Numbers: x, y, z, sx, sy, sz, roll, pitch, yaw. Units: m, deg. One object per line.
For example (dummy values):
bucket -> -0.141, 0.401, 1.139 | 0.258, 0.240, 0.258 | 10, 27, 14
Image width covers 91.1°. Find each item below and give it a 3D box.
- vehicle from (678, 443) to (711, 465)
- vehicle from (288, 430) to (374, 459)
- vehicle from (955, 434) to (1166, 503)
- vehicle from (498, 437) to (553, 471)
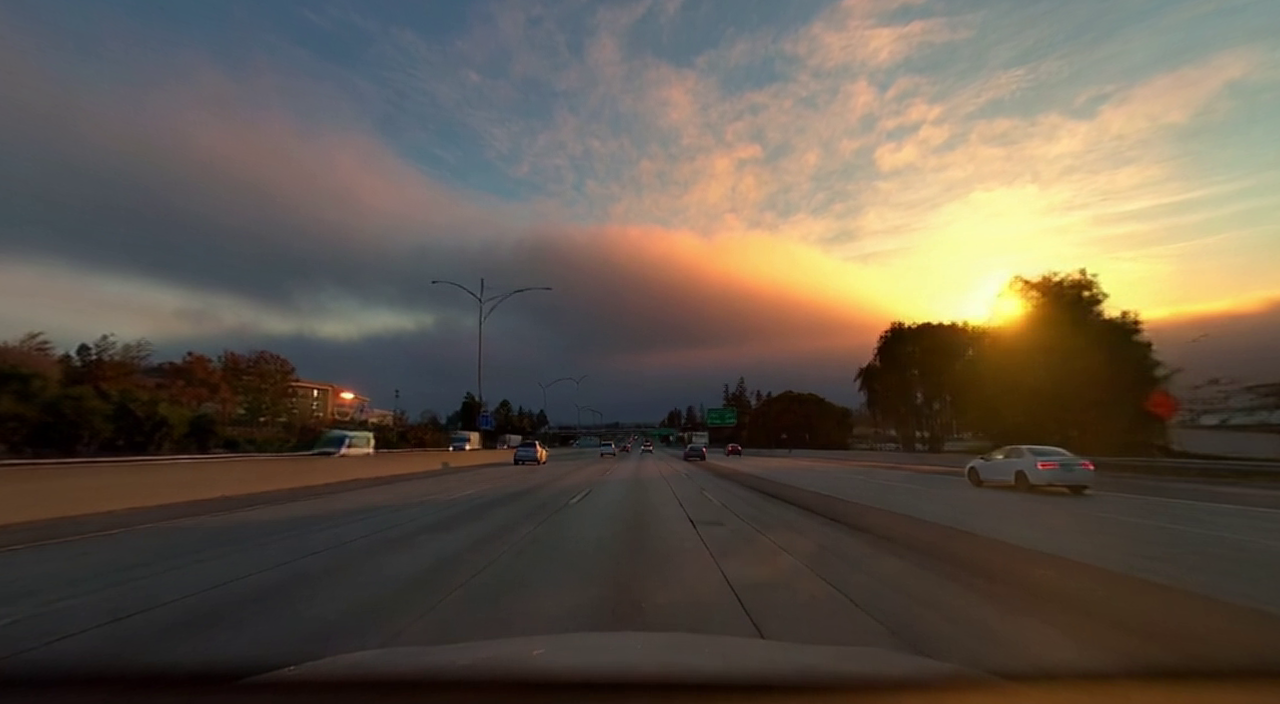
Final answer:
vehicle -> 3.702, 7.012, 43.161 | 1.950, 1.453, 3.378 | 0, -9, -1
vehicle -> -21.296, 6.454, 43.672 | 2.837, 1.878, 6.106 | 0, -9, 0
vehicle -> 10.225, 2.861, 15.882 | 1.979, 1.467, 4.839 | 0, -8, -1
vehicle -> -6.278, 5.664, 34.956 | 2.091, 1.746, 4.437 | 0, -8, 1
